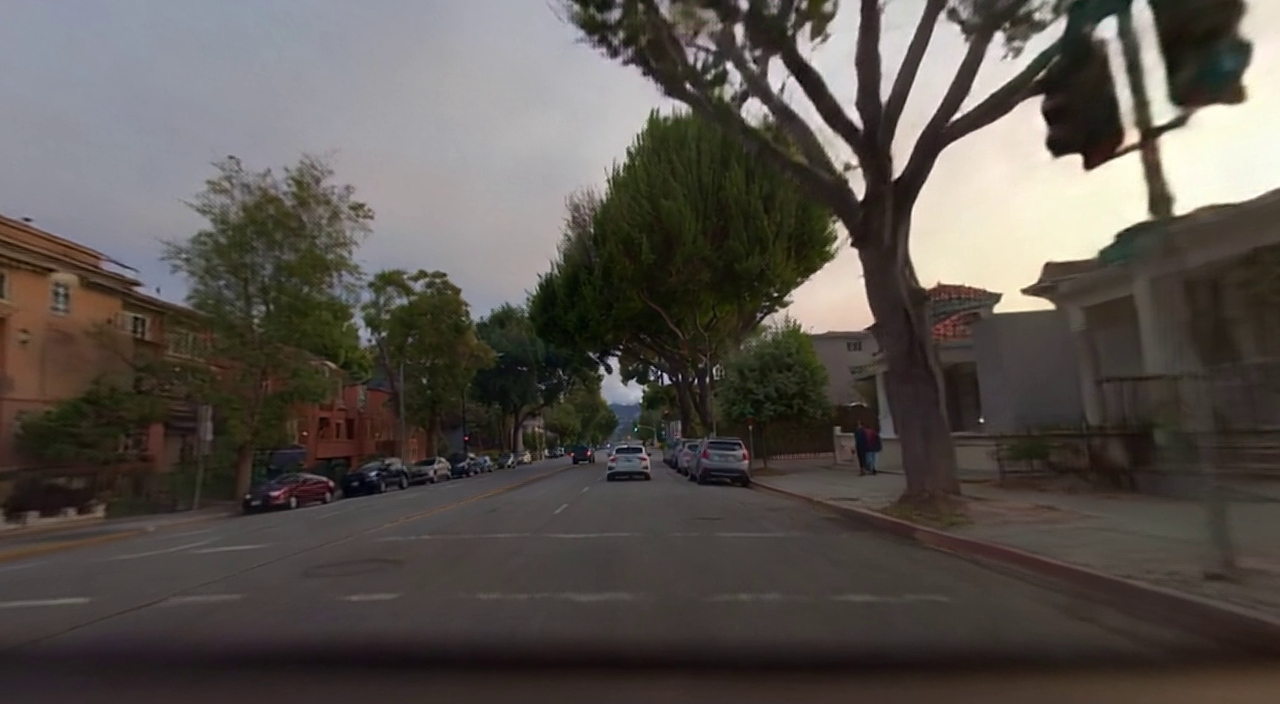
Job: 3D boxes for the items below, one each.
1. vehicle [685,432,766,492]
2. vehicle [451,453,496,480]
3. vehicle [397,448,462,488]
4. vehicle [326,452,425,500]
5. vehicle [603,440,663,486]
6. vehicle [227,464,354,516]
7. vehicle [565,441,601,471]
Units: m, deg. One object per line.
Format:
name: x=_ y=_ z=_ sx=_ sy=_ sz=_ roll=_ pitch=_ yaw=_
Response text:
vehicle: x=2.640 y=3.516 z=20.515 sx=1.969 sy=1.725 sz=4.387 roll=0 pitch=-8 yaw=0
vehicle: x=-12.324 y=8.492 z=46.983 sx=2.026 sy=1.791 sz=4.909 roll=0 pitch=-8 yaw=0
vehicle: x=-12.349 y=6.812 z=37.297 sx=2.210 sy=2.148 sz=4.849 roll=0 pitch=-8 yaw=0
vehicle: x=-12.217 y=5.710 z=29.613 sx=2.109 sy=1.941 sz=6.025 roll=0 pitch=-8 yaw=-1
vehicle: x=-0.239 y=4.017 z=23.087 sx=1.998 sy=1.518 sz=4.015 roll=0 pitch=-8 yaw=-1
vehicle: x=-12.051 y=4.751 z=22.126 sx=1.913 sy=1.475 sz=4.372 roll=0 pitch=-8 yaw=1
vehicle: x=-3.661 y=6.794 z=41.156 sx=1.983 sy=1.841 sz=4.013 roll=0 pitch=-8 yaw=0
